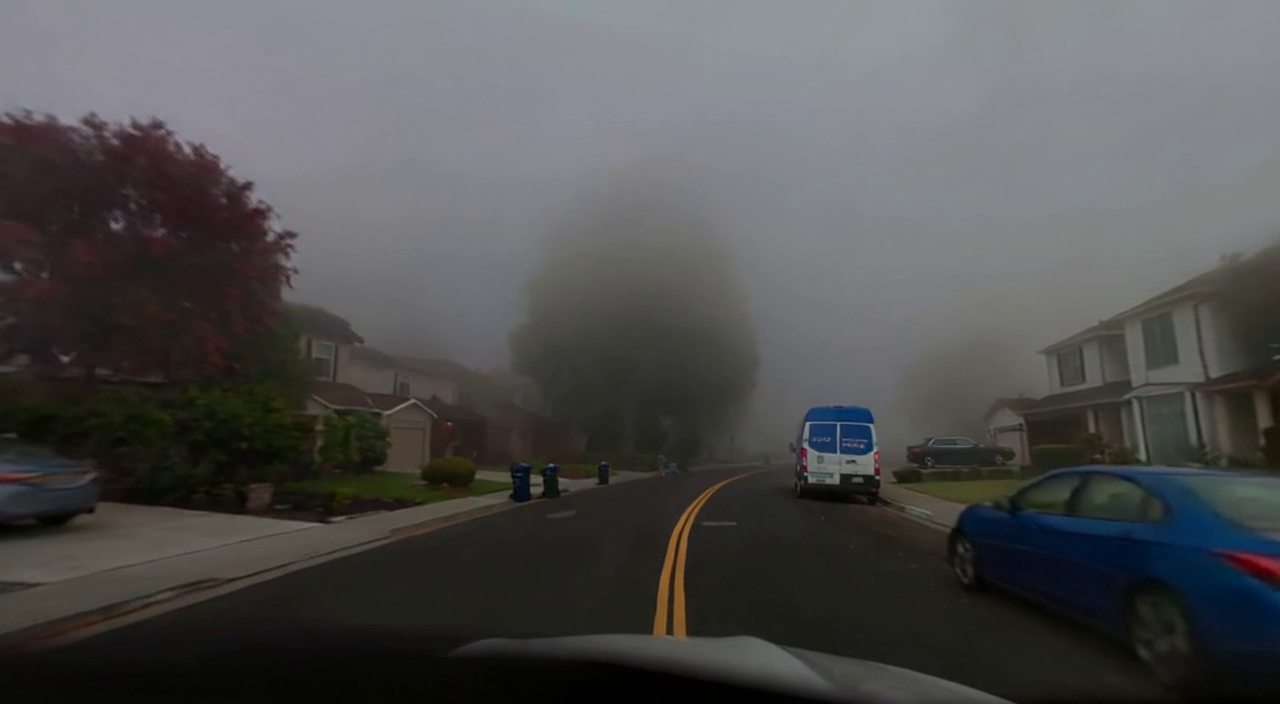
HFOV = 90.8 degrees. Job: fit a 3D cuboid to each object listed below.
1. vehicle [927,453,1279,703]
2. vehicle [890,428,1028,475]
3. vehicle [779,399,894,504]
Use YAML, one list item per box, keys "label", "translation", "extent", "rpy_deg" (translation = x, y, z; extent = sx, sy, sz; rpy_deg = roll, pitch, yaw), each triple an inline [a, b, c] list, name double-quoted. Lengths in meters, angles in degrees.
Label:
- label: "vehicle"
  translation: [3.973, 1.446, 4.674]
  extent: [1.835, 1.349, 4.285]
  rpy_deg: [-1, -9, 3]
- label: "vehicle"
  translation: [13.577, 4.329, 27.216]
  extent: [4.791, 1.472, 2.114]
  rpy_deg: [-8, -12, 12]
- label: "vehicle"
  translation: [5.853, 3.089, 19.826]
  extent: [2.684, 2.712, 6.197]
  rpy_deg: [-2, -9, 11]
